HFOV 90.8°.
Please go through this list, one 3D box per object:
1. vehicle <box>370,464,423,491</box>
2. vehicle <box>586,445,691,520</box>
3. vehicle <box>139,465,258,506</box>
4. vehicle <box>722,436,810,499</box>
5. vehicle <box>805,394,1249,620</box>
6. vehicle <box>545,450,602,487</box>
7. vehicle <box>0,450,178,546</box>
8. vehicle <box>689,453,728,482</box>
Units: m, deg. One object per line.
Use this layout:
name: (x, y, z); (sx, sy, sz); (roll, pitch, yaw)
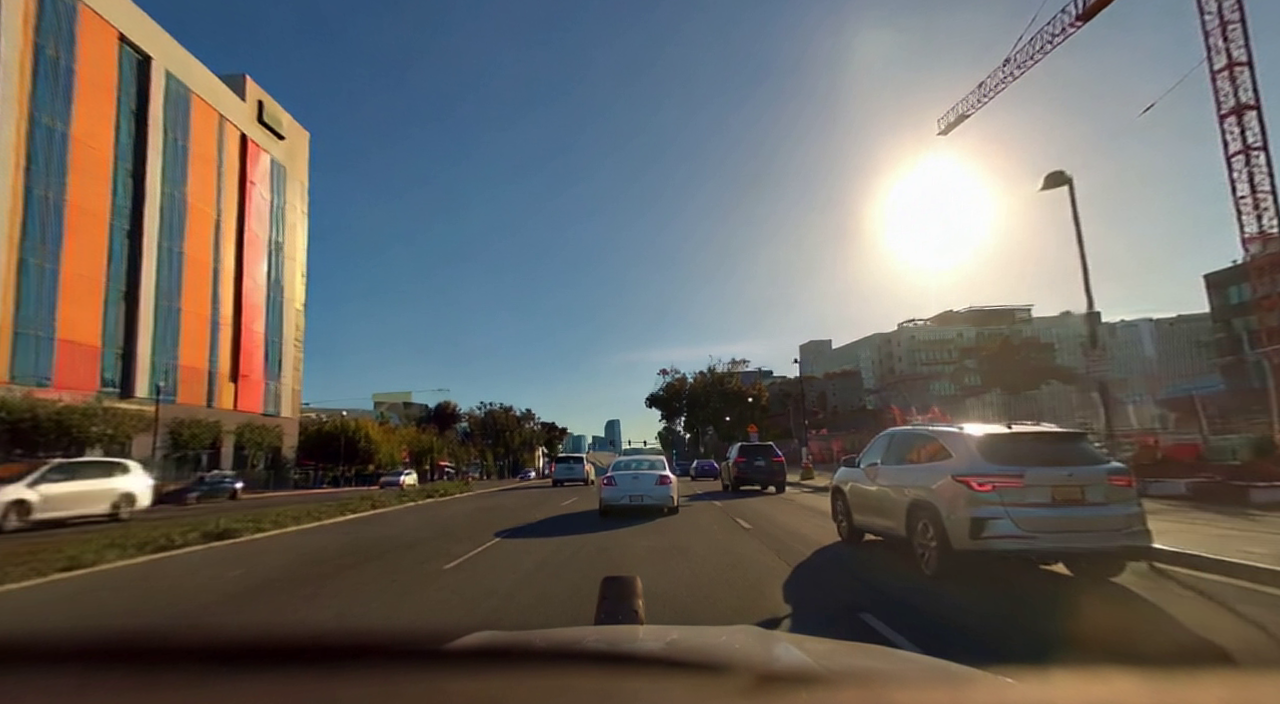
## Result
vehicle: (-18.297, 9.436, 47.727); (2.021, 1.740, 4.444); (-1, -8, 3)
vehicle: (0.016, 2.987, 15.058); (2.131, 1.496, 4.193); (0, -8, 1)
vehicle: (-19.359, 5.827, 27.967); (1.851, 1.488, 4.554); (-1, -8, 2)
vehicle: (4.181, 3.916, 21.893); (2.124, 1.896, 4.914); (0, -8, 1)
vehicle: (3.754, 1.607, 7.599); (2.185, 1.797, 4.934); (0, -8, 0)
vehicle: (-3.237, 5.743, 31.500); (2.201, 1.691, 4.305); (-1, -8, 2)
vehicle: (-12.896, 3.018, 13.662); (2.202, 1.714, 4.509); (-1, -8, 3)
vehicle: (4.313, 7.316, 40.175); (2.115, 1.636, 4.104); (0, -8, 2)
